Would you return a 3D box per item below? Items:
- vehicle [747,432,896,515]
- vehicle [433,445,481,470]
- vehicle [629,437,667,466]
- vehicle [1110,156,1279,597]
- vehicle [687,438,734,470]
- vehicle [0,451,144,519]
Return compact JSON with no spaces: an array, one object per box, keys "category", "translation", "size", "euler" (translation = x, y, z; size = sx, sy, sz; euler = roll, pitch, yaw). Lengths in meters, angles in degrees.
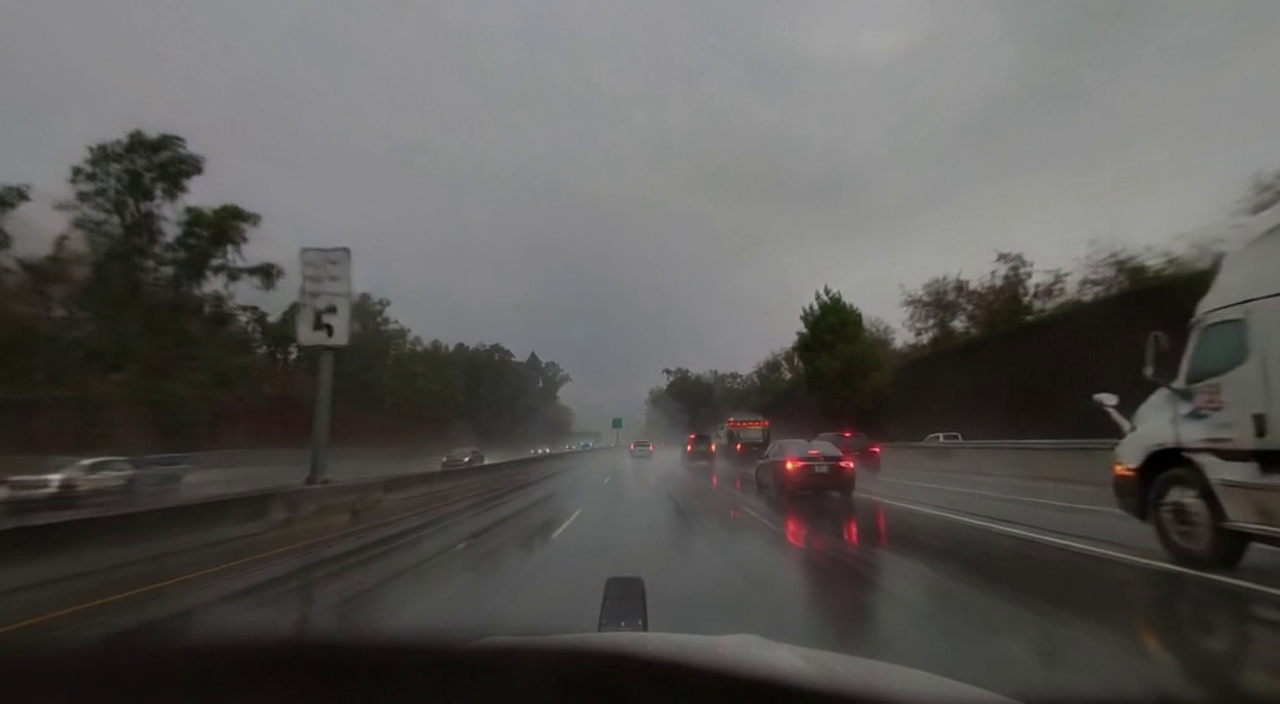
[{"category":"vehicle","translation":[3.697,2.559,13.794],"size":[1.888,1.501,4.608],"euler":[0,-8,0]},{"category":"vehicle","translation":[-13.131,7.599,45.332],"size":[1.987,1.671,4.600],"euler":[0,-8,2]},{"category":"vehicle","translation":[0.503,6.338,40.007],"size":[2.313,1.736,4.215],"euler":[0,-8,1]},{"category":"vehicle","translation":[7.286,-0.071,3.804],"size":[2.824,4.018,7.624],"euler":[0,-8,1]},{"category":"vehicle","translation":[3.909,5.709,35.363],"size":[2.084,1.668,4.511],"euler":[0,-8,0]},{"category":"vehicle","translation":[-17.246,3.705,18.012],"size":[2.123,1.677,4.721],"euler":[0,-8,0]}]
